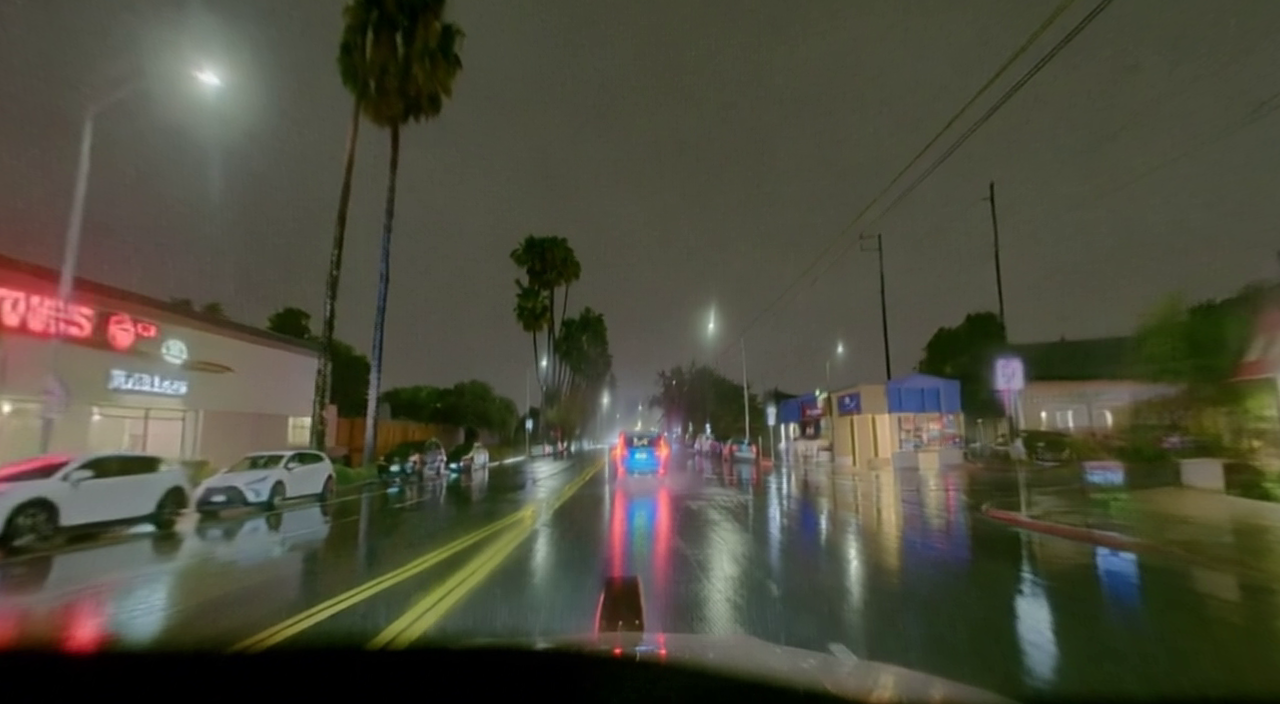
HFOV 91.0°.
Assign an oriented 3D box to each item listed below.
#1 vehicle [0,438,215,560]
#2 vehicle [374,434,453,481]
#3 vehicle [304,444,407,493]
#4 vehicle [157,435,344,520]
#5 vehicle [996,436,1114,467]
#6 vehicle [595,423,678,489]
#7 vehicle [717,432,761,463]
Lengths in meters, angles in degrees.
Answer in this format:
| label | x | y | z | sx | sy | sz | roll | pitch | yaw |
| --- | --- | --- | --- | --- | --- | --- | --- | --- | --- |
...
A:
| label | x | y | z | sx | sy | sz | roll | pitch | yaw |
| --- | --- | --- | --- | --- | --- | --- | --- | --- | --- |
| vehicle | -10.106 | 2.396 | 11.024 | 2.075 | 1.693 | 4.696 | 0 | -8 | -1 |
| vehicle | -10.043 | 4.706 | 28.268 | 1.958 | 1.937 | 4.114 | 0 | -8 | 1 |
| vehicle | -10.075 | 4.112 | 22.638 | 1.812 | 1.578 | 4.037 | 0 | -8 | 0 |
| vehicle | -10.164 | 3.236 | 17.023 | 1.992 | 1.744 | 4.896 | -1 | -6 | -1 |
| vehicle | 20.748 | 4.984 | 31.602 | 4.488 | 1.470 | 1.994 | 0 | -9 | -2 |
| vehicle | -0.167 | 3.174 | 19.504 | 2.264 | 1.798 | 4.563 | 0 | -8 | -2 |
| vehicle | 6.039 | 5.916 | 38.896 | 2.005 | 1.775 | 4.324 | 0 | -8 | 0 |
